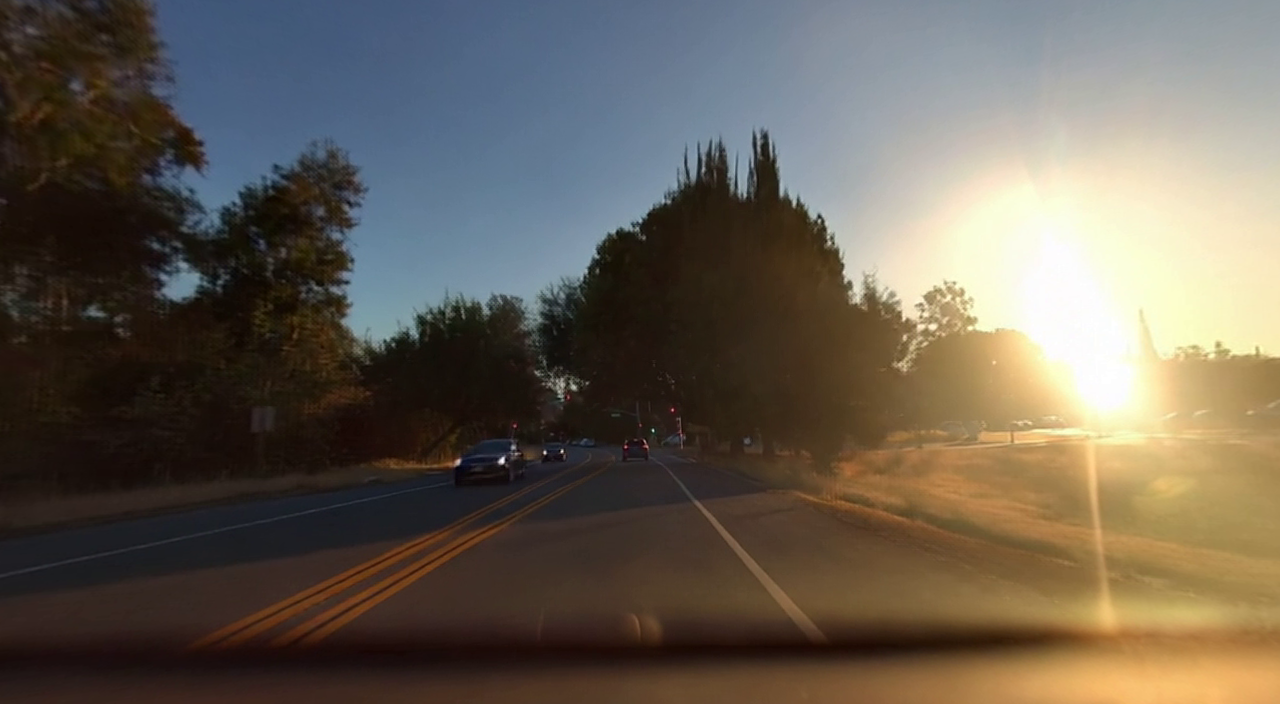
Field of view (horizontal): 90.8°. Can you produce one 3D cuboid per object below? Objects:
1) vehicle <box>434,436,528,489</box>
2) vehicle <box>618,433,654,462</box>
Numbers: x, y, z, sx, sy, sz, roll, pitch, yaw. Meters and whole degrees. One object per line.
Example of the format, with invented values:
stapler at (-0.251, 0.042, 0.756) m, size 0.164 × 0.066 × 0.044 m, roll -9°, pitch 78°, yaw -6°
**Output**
vehicle at (-5.645, 3.975, 23.147) m, size 2.347 × 1.720 × 4.687 m, roll 0°, pitch -8°, yaw -2°
vehicle at (-0.324, 7.406, 48.915) m, size 2.574 × 2.059 × 5.331 m, roll 0°, pitch -8°, yaw -1°
